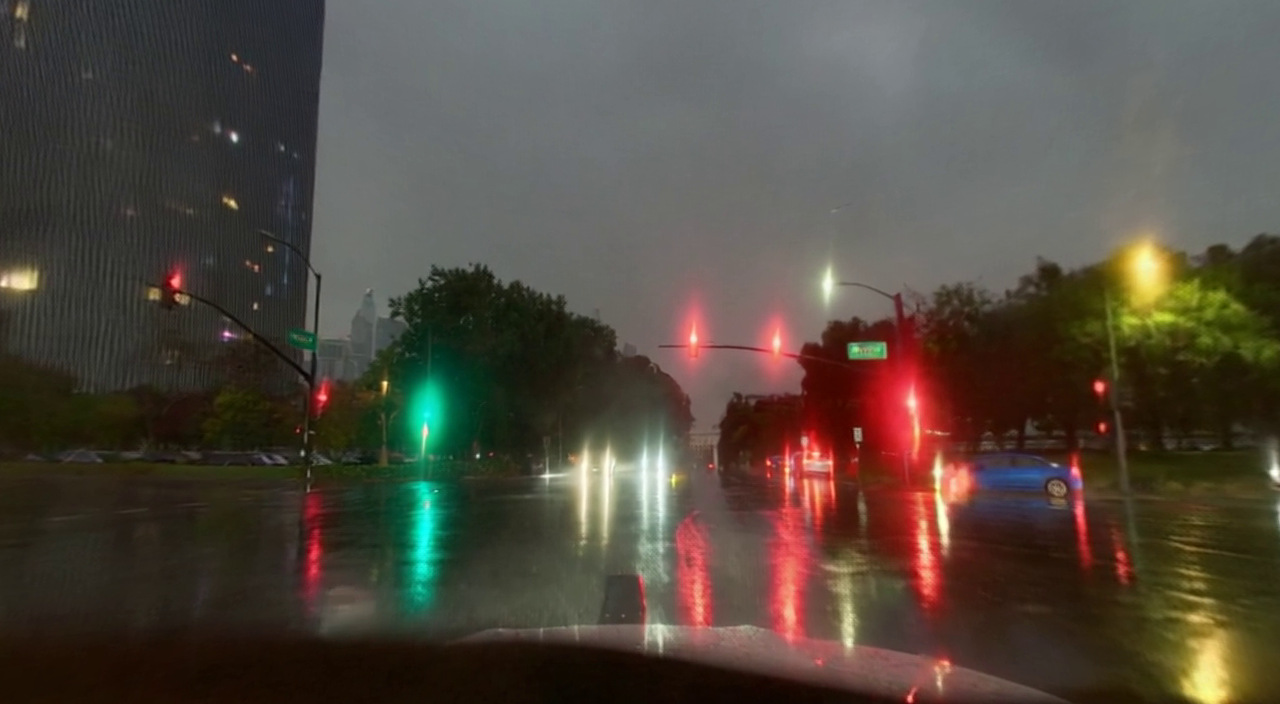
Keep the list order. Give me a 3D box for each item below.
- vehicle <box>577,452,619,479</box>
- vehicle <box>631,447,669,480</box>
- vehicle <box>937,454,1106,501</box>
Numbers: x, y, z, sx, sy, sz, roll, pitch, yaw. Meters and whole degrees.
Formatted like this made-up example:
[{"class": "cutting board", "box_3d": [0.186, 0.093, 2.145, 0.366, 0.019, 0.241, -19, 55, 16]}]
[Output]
[{"class": "vehicle", "box_3d": [-2.484, 6.897, 38.374, 2.068, 1.486, 4.664, -1, -9, 2]}, {"class": "vehicle", "box_3d": [0.597, 6.256, 35.522, 2.018, 1.699, 4.751, 0, -9, 1]}, {"class": "vehicle", "box_3d": [13.588, 4.485, 22.776, 4.896, 1.503, 1.971, -4, -9, 23]}]
